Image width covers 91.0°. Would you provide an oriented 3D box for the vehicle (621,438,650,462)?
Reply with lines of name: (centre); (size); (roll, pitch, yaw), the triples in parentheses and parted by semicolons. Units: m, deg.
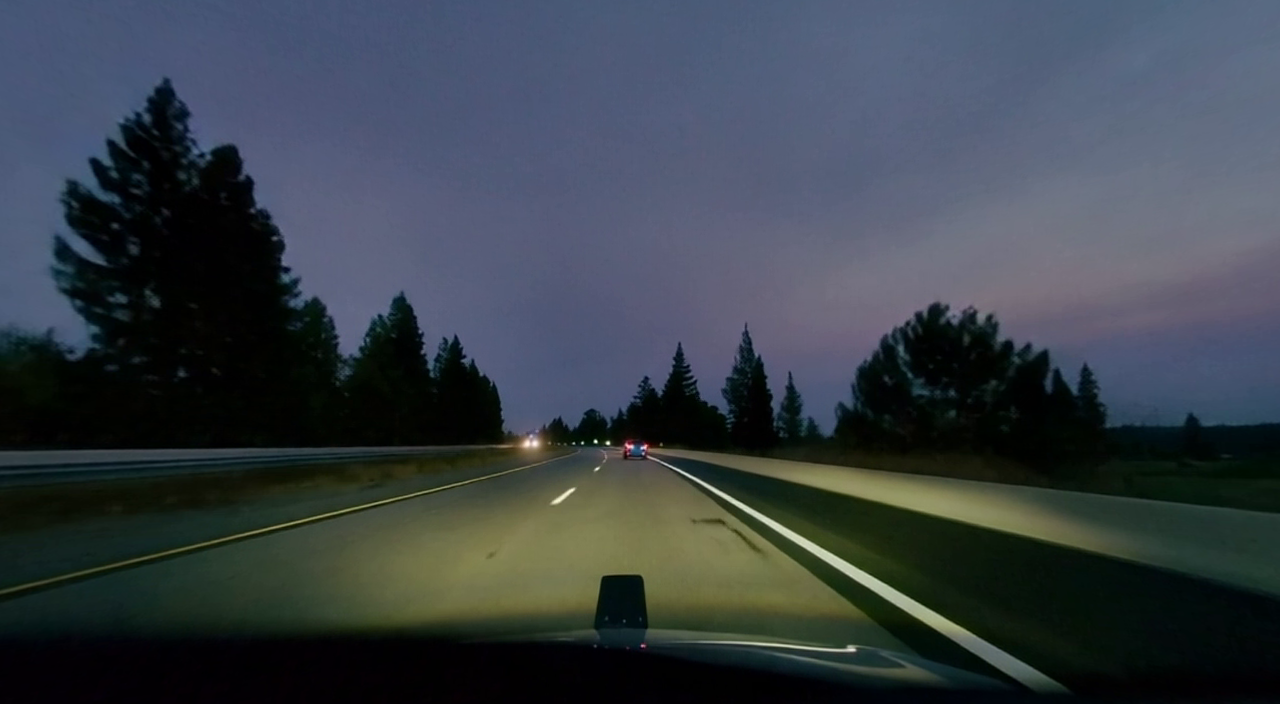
vehicle: (-0.415, 7.611, 49.089); (2.079, 1.729, 4.380); (0, -8, -3)
